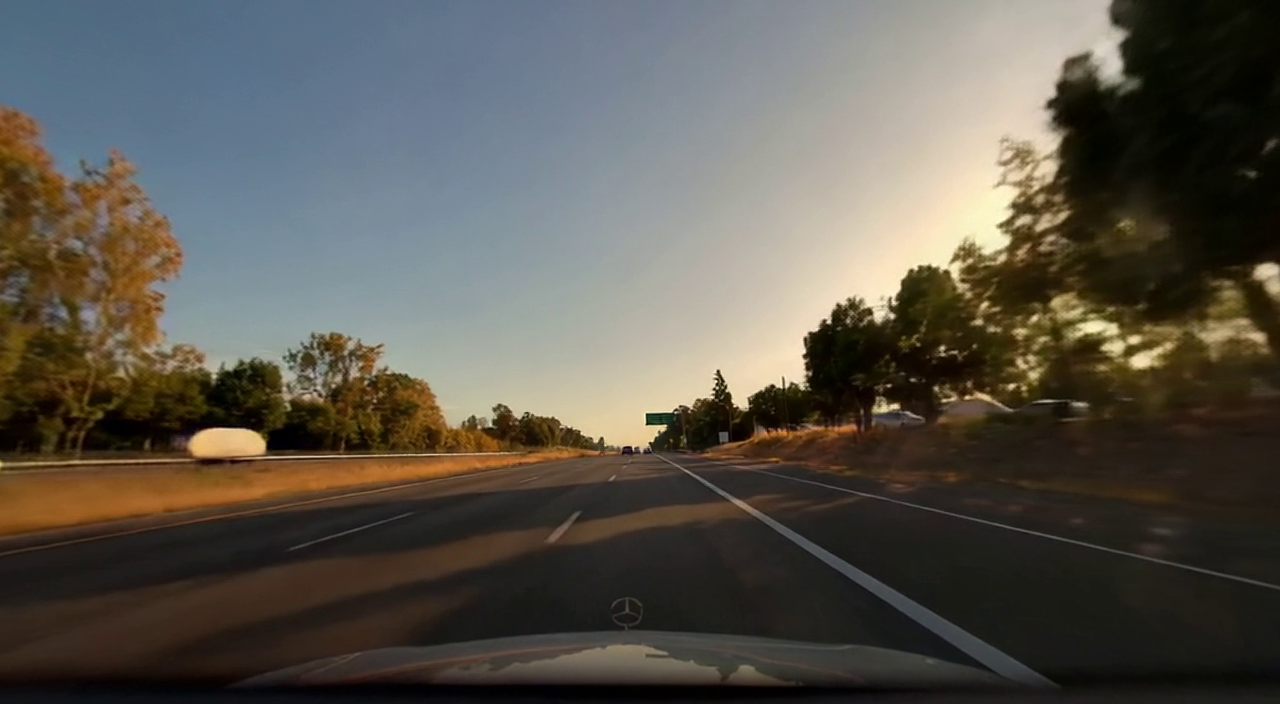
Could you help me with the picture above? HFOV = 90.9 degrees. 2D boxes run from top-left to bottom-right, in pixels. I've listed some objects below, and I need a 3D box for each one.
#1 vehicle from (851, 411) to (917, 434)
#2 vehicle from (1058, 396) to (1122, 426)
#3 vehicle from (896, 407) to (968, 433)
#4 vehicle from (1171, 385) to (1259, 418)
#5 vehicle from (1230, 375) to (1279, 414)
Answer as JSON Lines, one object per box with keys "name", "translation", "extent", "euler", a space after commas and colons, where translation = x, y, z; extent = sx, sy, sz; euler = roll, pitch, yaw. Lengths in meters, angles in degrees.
{"name": "vehicle", "translation": [18.229, 5.314, 47.095], "extent": [4.366, 1.571, 1.844], "euler": [-5, -9, 27]}
{"name": "vehicle", "translation": [33.217, 4.418, 46.481], "extent": [5.028, 1.973, 2.201], "euler": [6, -10, -36]}
{"name": "vehicle", "translation": [18.329, 4.283, 39.563], "extent": [3.884, 1.482, 1.843], "euler": [-5, -10, 28]}
{"name": "vehicle", "translation": [29.467, 2.583, 32.271], "extent": [4.712, 1.458, 2.139], "euler": [5, -10, -34]}
{"name": "vehicle", "translation": [29.491, 2.000, 29.187], "extent": [3.925, 1.582, 1.823], "euler": [4, -9, -28]}
